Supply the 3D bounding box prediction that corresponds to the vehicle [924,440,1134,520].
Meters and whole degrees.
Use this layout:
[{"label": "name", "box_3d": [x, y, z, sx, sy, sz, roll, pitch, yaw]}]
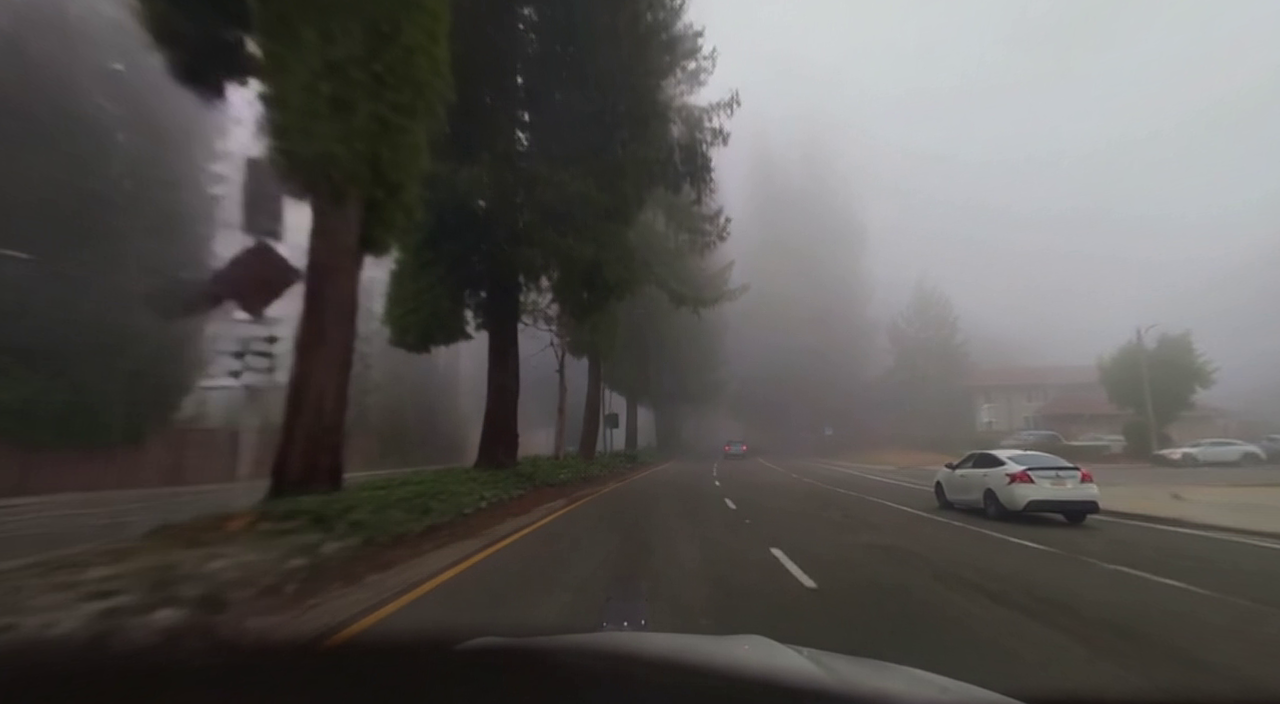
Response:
[{"label": "vehicle", "box_3d": [8.149, 2.676, 13.817, 1.855, 1.444, 4.389, -1, -8, 1]}]
